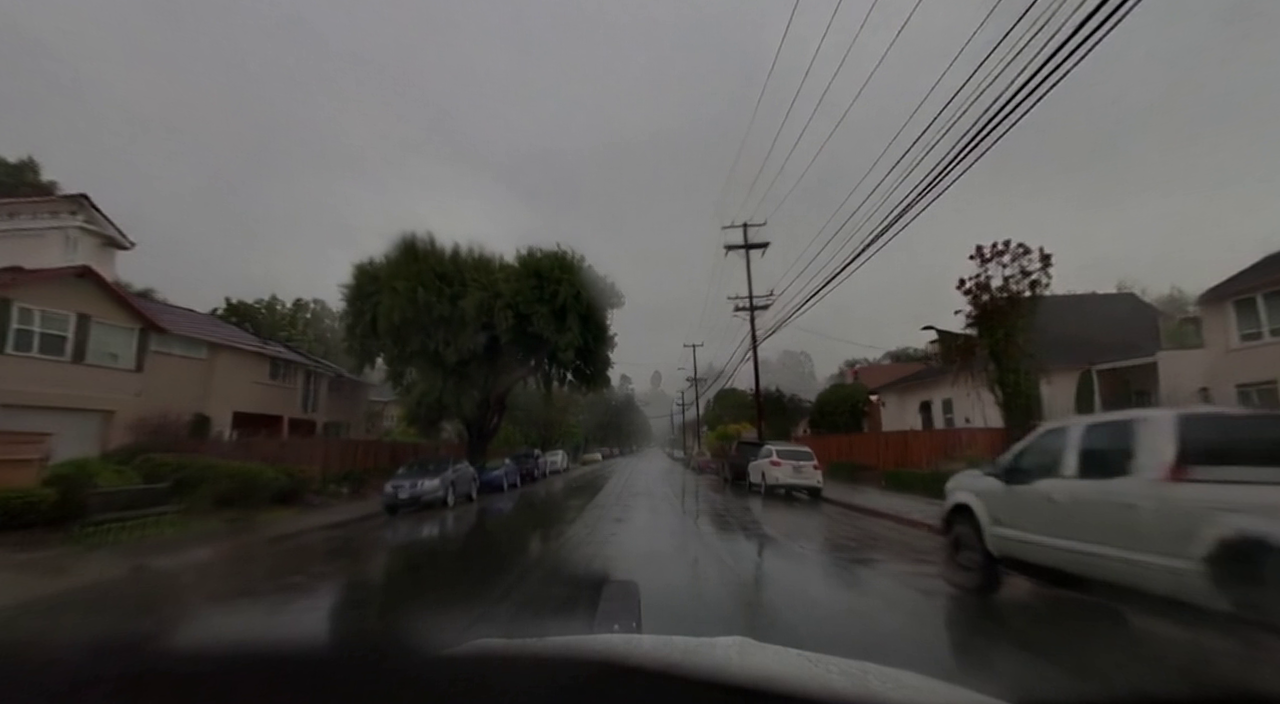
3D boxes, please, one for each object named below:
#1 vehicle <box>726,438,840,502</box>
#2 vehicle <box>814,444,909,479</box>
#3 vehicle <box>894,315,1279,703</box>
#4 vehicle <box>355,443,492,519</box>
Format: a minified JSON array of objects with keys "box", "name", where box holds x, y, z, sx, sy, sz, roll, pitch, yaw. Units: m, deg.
[{"box":[4.697,3.994,22.012,2.462,1.894,6.076,0,-9,-1],"name":"vehicle"},{"box":[11.861,5.862,34.040,4.388,1.790,1.958,0,-8,1],"name":"vehicle"},{"box":[4.382,1.098,4.606,2.547,2.075,5.693,0,-9,-2],"name":"vehicle"},{"box":[-5.351,3.219,16.388,1.971,1.648,4.638,0,-9,-1],"name":"vehicle"}]
